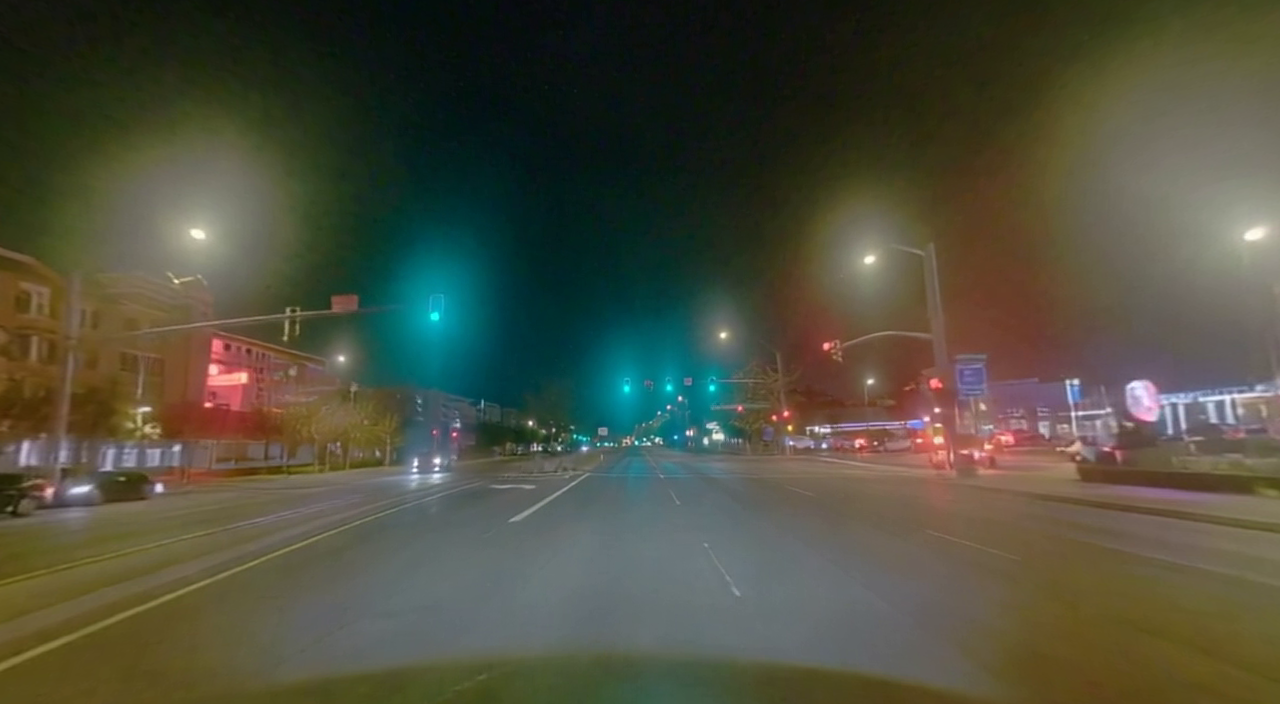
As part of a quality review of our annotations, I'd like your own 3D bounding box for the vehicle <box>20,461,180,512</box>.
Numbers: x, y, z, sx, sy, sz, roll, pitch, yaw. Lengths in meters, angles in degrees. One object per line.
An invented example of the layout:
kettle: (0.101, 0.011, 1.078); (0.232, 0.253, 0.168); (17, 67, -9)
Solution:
vehicle: (-19.648, 4.863, 23.325); (1.911, 1.458, 4.547); (-1, -7, 0)
